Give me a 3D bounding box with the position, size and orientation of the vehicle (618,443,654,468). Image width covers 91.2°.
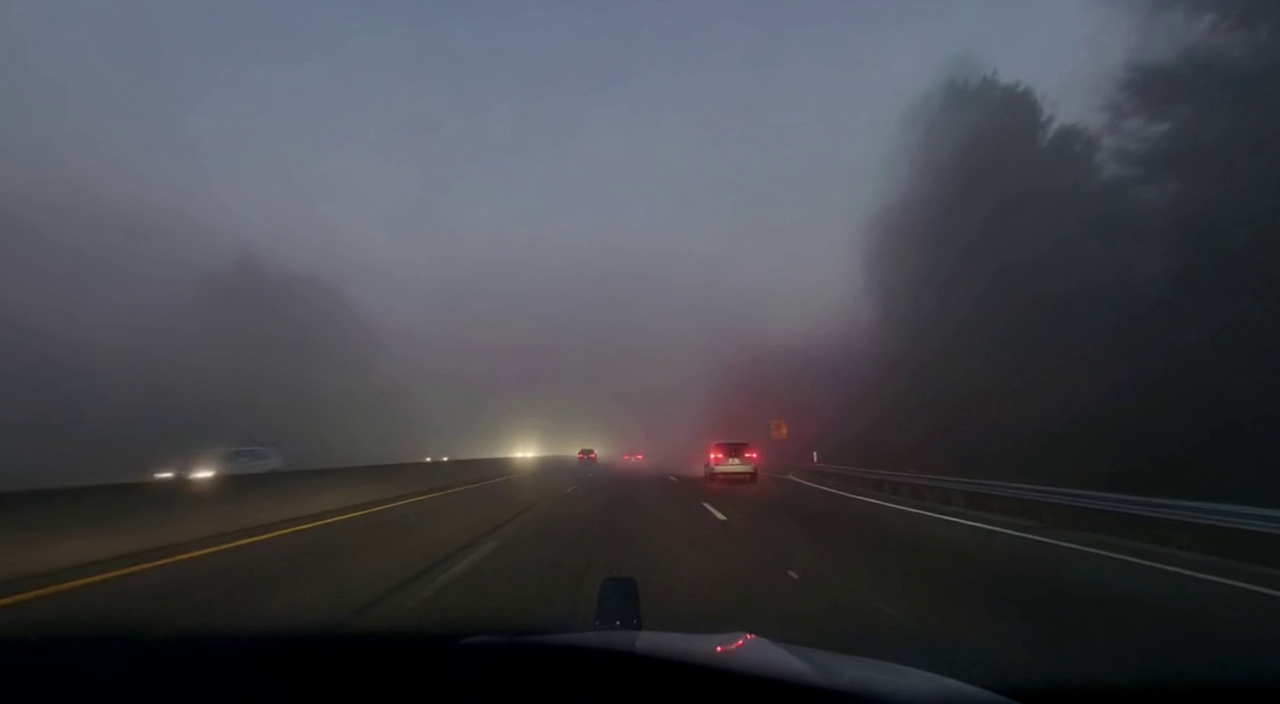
[{"bbox_3d":[-0.247,7.123,43.262,1.969,1.595,3.964,-1,-9,7],"label":"vehicle"}]

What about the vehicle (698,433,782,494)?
[{"bbox_3d":[2.963,3.419,19.518,2.143,1.667,4.221,-1,-9,3],"label":"vehicle"}]

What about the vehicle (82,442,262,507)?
[{"bbox_3d":[-12.894,3.366,17.678,1.930,1.584,4.230,0,-9,-3],"label":"vehicle"}]
